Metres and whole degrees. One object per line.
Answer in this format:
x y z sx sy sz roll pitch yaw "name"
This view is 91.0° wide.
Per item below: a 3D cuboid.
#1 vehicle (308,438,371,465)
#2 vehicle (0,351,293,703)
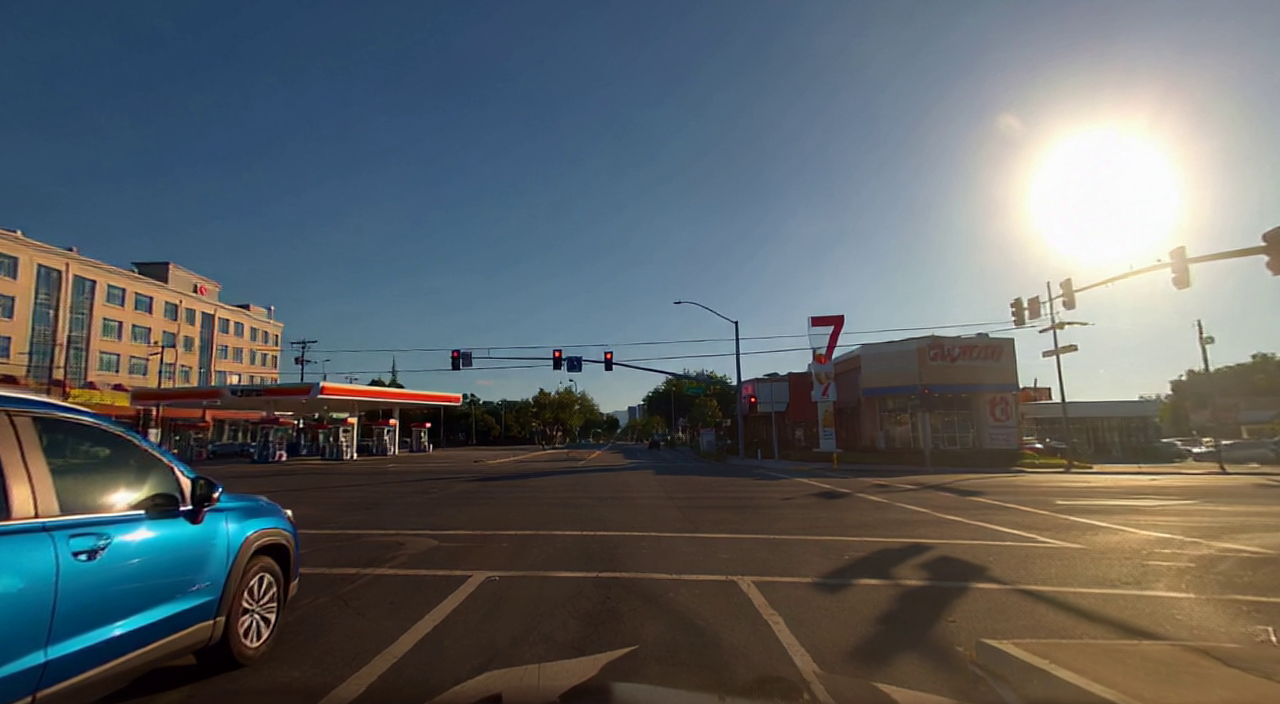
-20.496 6.807 43.177 2.004 1.699 4.486 0 -9 0 "vehicle"
-3.440 0.806 2.061 2.053 1.690 4.364 0 -9 1 "vehicle"
